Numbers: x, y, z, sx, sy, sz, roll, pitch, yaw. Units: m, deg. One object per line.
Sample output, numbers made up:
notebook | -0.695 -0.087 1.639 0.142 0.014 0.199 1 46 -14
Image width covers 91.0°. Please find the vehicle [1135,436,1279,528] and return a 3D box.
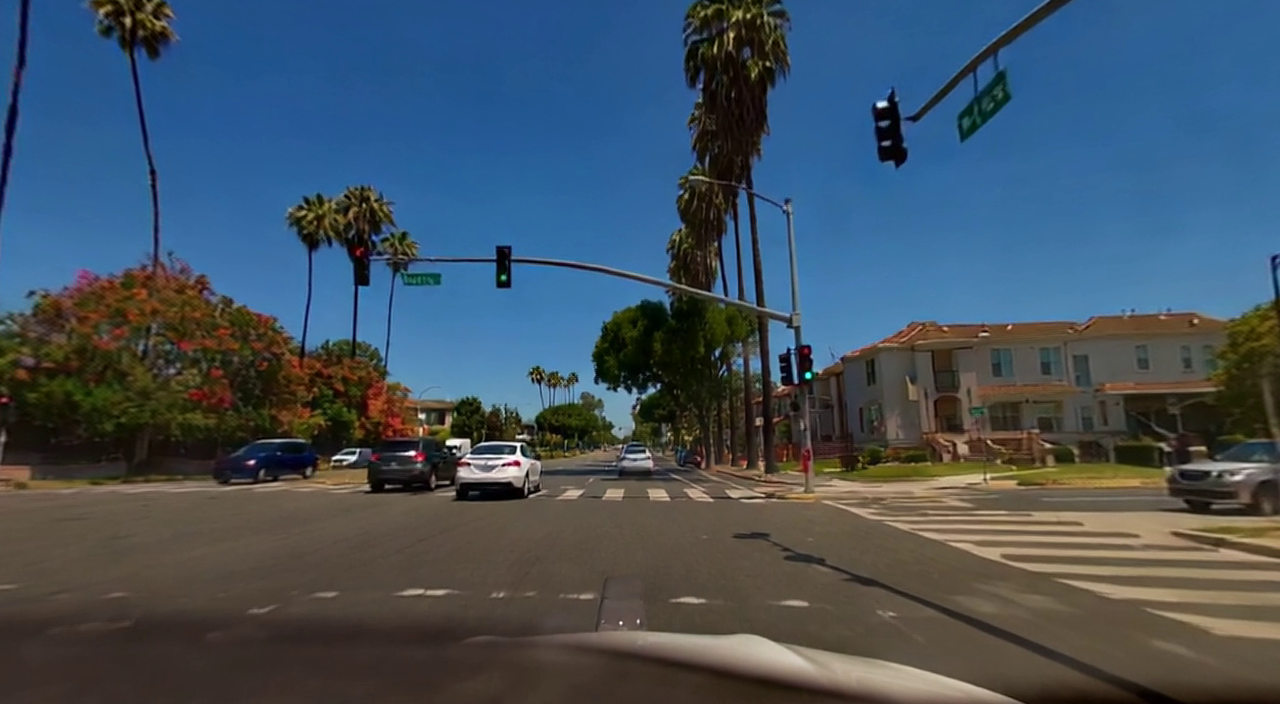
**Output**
vehicle | 12.224 2.319 11.471 4.649 1.496 2.061 0 -9 0

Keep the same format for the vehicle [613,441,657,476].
vehicle | -0.291 5.841 34.695 2.280 1.803 4.240 0 -9 -1

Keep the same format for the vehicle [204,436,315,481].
vehicle | -17.821 4.995 29.893 2.021 1.917 5.144 0 -9 0

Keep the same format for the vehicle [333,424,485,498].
vehicle | -7.219 3.499 20.711 2.457 2.010 6.330 0 -9 1

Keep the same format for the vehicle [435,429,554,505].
vehicle | -3.826 3.120 17.469 2.116 1.806 4.516 0 -9 1
